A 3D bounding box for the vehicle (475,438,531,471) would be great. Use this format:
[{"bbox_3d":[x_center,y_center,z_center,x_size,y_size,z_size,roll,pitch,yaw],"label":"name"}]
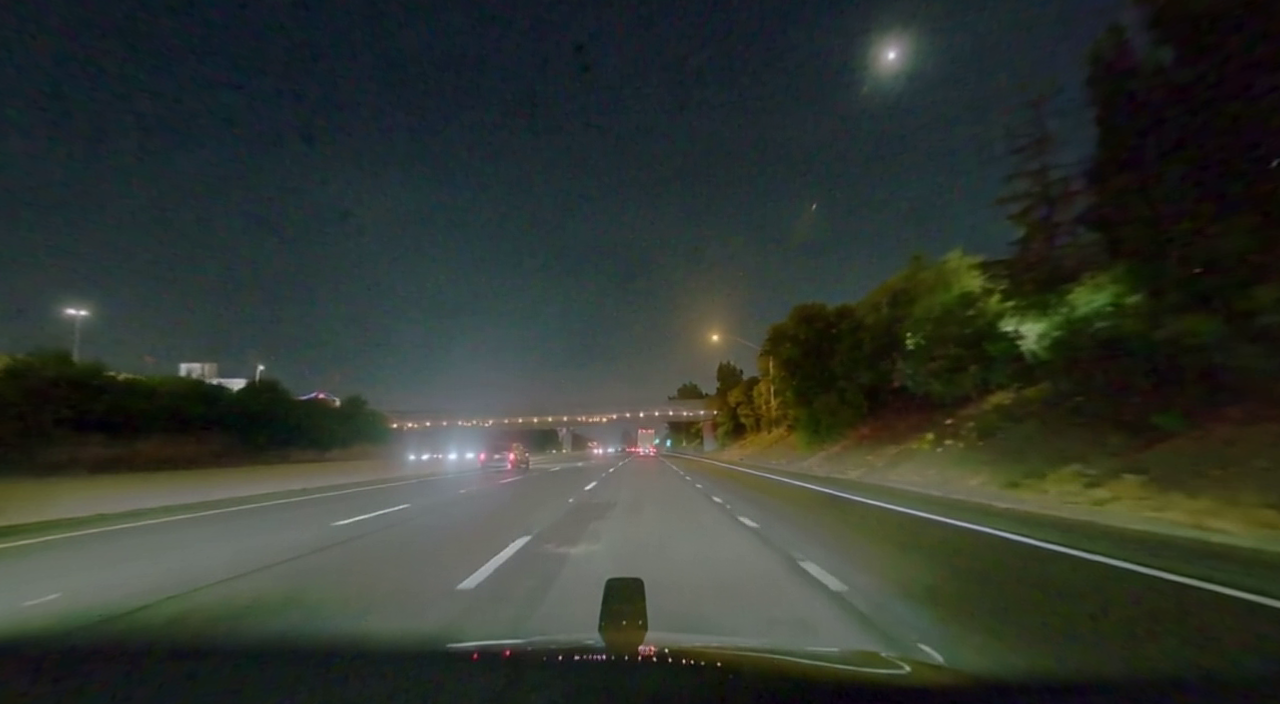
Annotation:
[{"bbox_3d":[-7.308,5.507,34.048,1.981,1.685,4.171,0,-8,1],"label":"vehicle"}]
